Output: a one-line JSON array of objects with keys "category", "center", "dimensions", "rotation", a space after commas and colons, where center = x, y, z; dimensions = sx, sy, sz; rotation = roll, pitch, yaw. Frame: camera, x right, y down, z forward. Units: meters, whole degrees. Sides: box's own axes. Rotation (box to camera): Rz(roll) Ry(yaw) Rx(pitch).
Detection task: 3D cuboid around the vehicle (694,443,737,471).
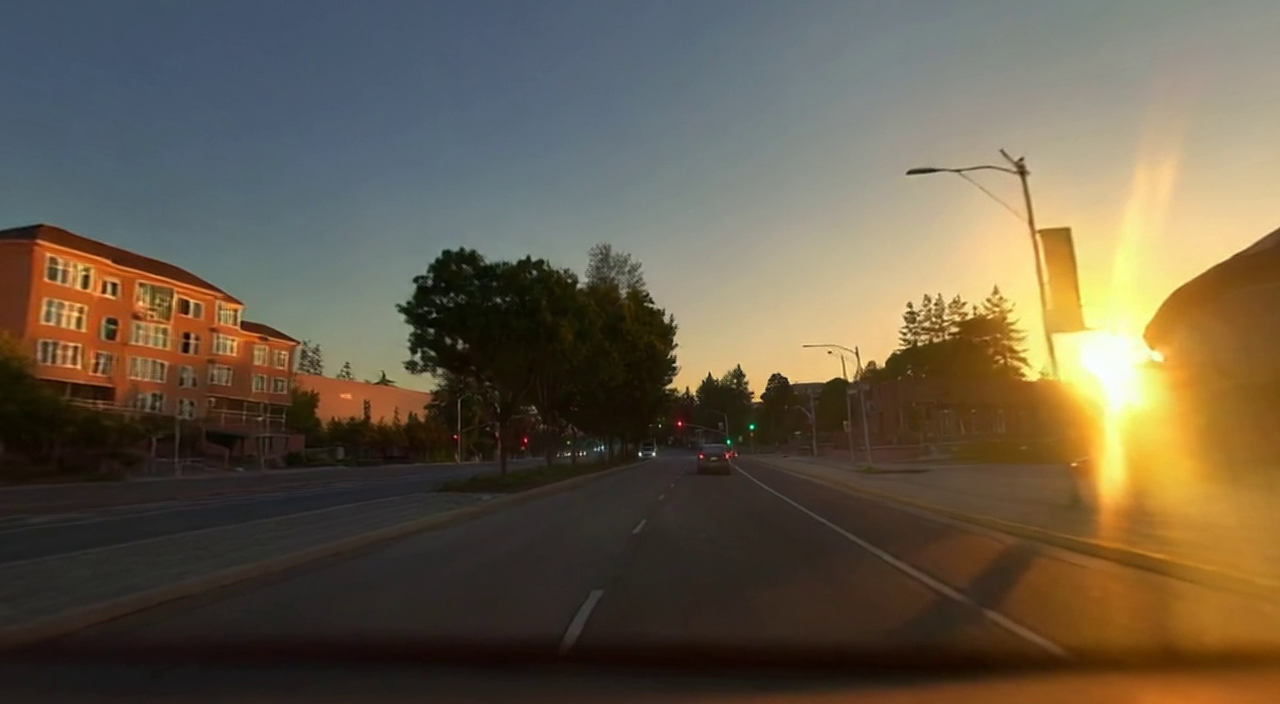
[{"category": "vehicle", "center": [4.231, 5.956, 36.081], "dimensions": [2.133, 1.481, 4.276], "rotation": [-1, -9, 4]}]
